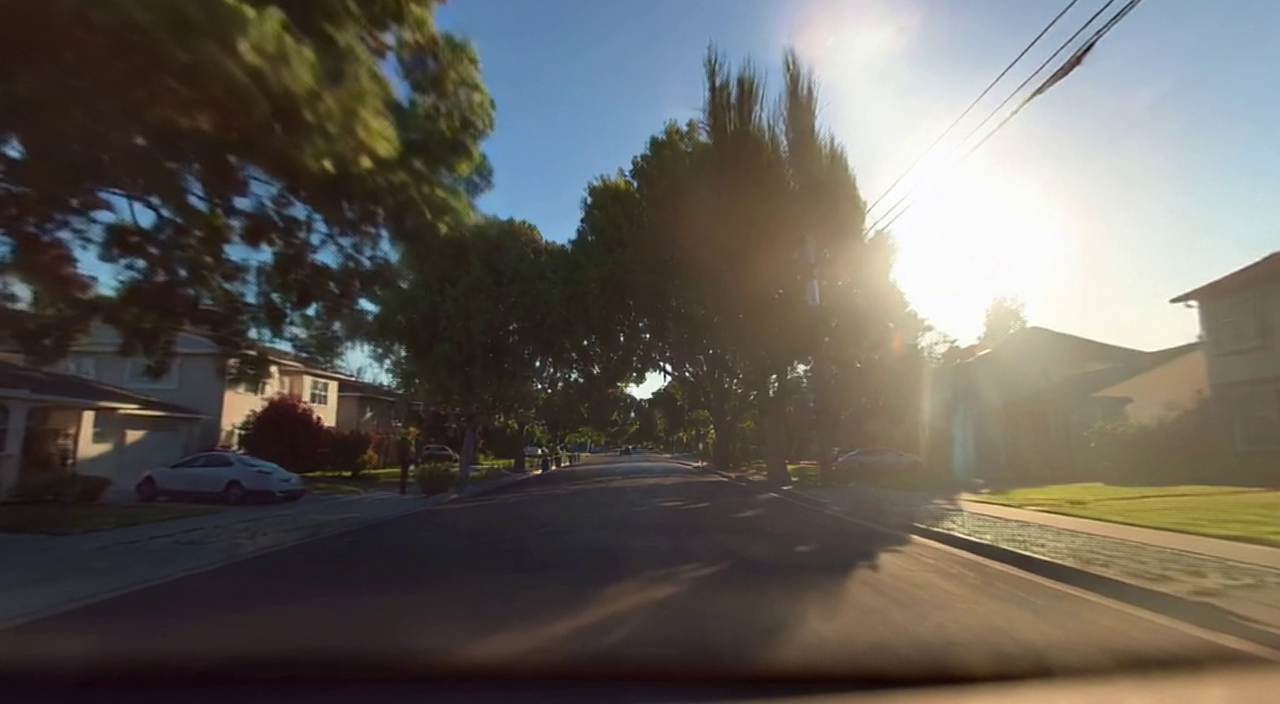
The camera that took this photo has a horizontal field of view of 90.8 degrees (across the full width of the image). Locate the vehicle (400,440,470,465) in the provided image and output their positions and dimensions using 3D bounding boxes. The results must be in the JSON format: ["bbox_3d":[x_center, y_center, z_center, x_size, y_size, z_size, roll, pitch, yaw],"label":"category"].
[{"bbox_3d":[-13.582,6.720,42.155,4.265,1.569,1.984,3,-10,-15],"label":"vehicle"}]

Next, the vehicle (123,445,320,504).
[{"bbox_3d":[-13.518,3.970,20.696,4.887,1.788,2.006,1,-9,-4],"label":"vehicle"}]

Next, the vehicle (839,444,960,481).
[{"bbox_3d":[11.635,4.970,28.546,4.626,1.541,1.866,2,-9,-3],"label":"vehicle"}]
